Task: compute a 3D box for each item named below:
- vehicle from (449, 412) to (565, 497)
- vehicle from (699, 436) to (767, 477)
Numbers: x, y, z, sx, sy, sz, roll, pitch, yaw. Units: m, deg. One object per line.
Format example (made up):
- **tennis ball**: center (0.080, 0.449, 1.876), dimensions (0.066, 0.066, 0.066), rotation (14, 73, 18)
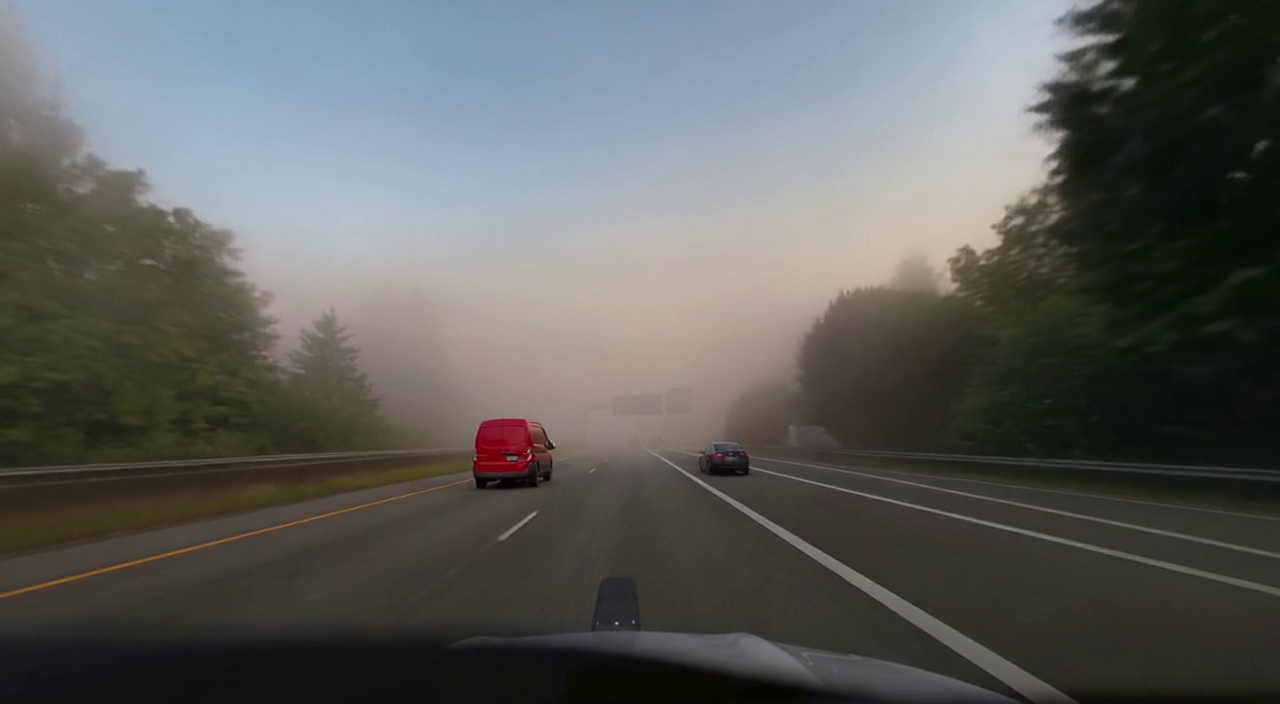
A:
- **vehicle**: center (-3.550, 2.851, 17.948), dimensions (2.275, 2.053, 5.082), rotation (0, -8, -1)
- **vehicle**: center (3.542, 4.062, 24.796), dimensions (2.020, 1.464, 3.803), rotation (0, -8, -1)
